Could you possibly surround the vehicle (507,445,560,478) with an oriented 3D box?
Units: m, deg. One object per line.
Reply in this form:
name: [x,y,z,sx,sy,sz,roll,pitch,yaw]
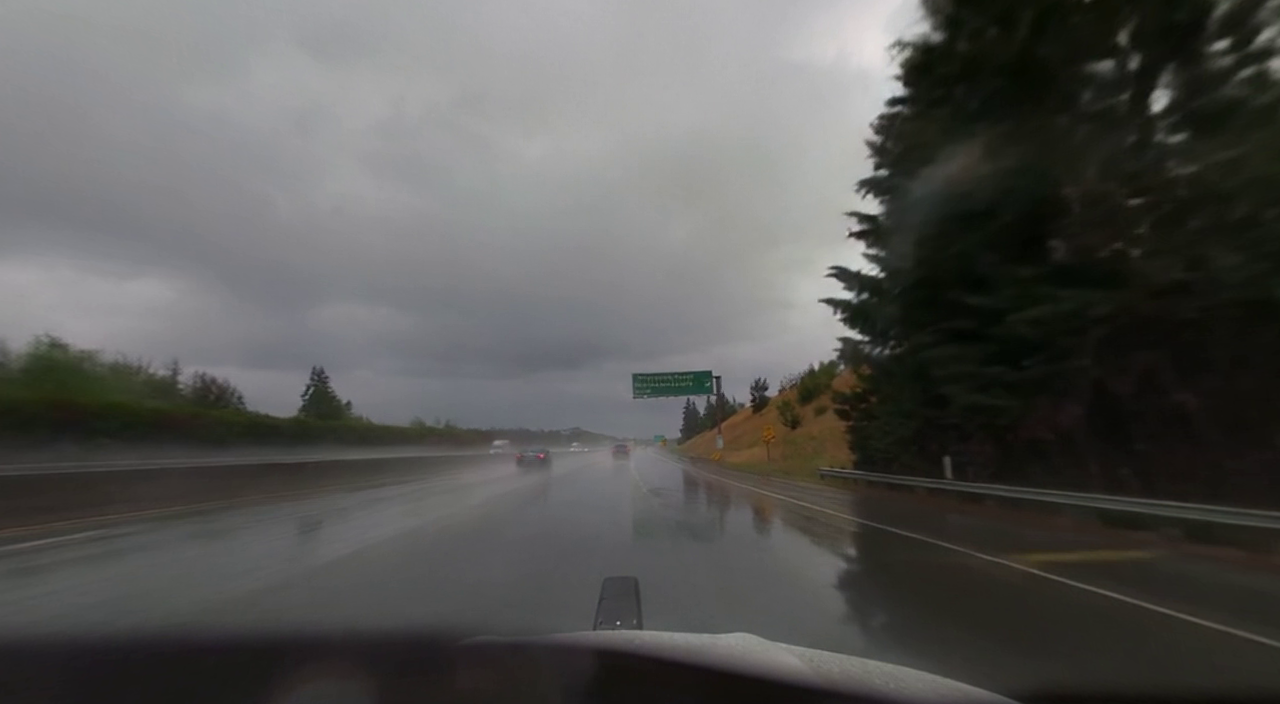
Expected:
vehicle: [-5.476,5.696,32.788,2.028,1.563,4.734,0,-9,-1]
